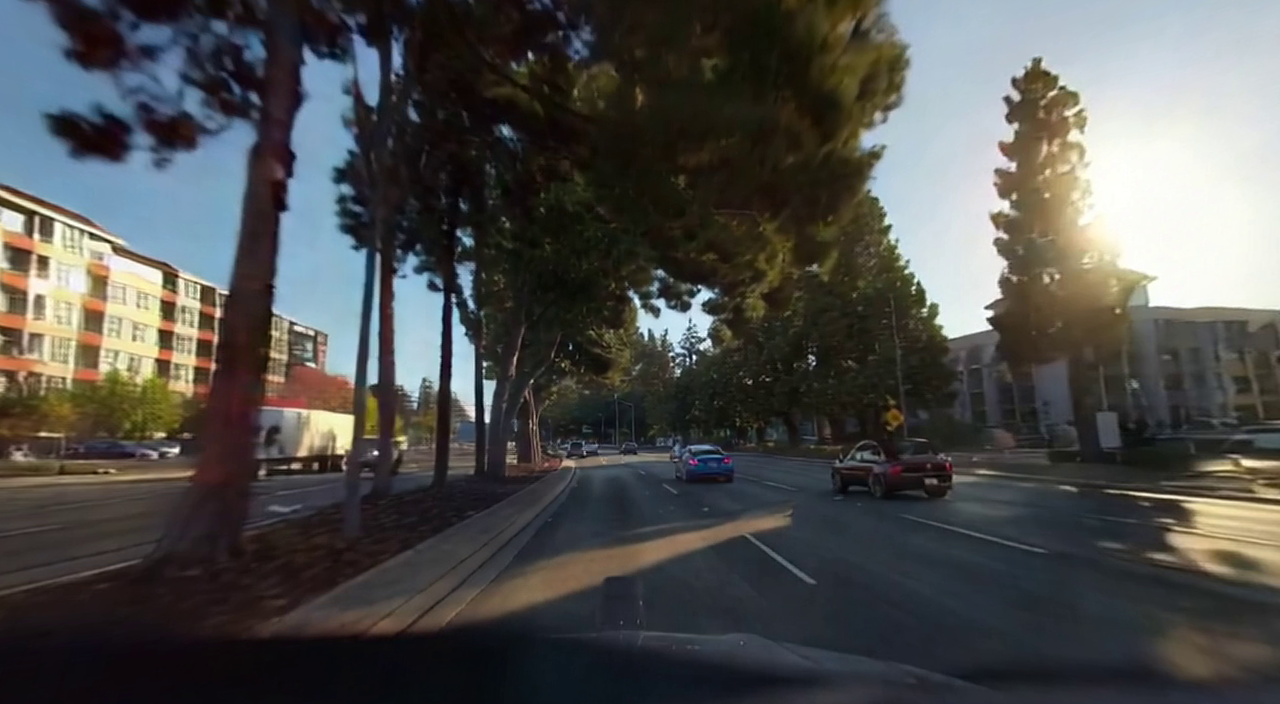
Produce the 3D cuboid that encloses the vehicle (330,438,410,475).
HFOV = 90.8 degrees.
[{"bbox_3d":[-12.038,4.685,28.497,1.965,1.514,4.404,1,-8,-5],"label":"vehicle"}]

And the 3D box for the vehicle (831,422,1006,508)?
[{"bbox_3d":[6.327,2.622,15.059,1.987,1.730,4.373,0,-8,-3],"label":"vehicle"}]

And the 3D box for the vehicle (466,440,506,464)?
[{"bbox_3d":[-10.287,6.731,42.500,2.056,1.506,4.616,1,-9,-6],"label":"vehicle"}]

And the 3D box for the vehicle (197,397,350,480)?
[{"bbox_3d":[-15.508,3.789,27.509,2.989,3.150,6.793,1,-8,-5],"label":"vehicle"}]

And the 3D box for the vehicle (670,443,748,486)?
[{"bbox_3d":[2.333,3.954,22.541,1.990,1.347,4.388,1,-8,-4],"label":"vehicle"}]

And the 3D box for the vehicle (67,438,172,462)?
[{"bbox_3d":[-38.897,7.354,47.324,5.666,1.704,2.210,0,-8,-4],"label":"vehicle"}]
